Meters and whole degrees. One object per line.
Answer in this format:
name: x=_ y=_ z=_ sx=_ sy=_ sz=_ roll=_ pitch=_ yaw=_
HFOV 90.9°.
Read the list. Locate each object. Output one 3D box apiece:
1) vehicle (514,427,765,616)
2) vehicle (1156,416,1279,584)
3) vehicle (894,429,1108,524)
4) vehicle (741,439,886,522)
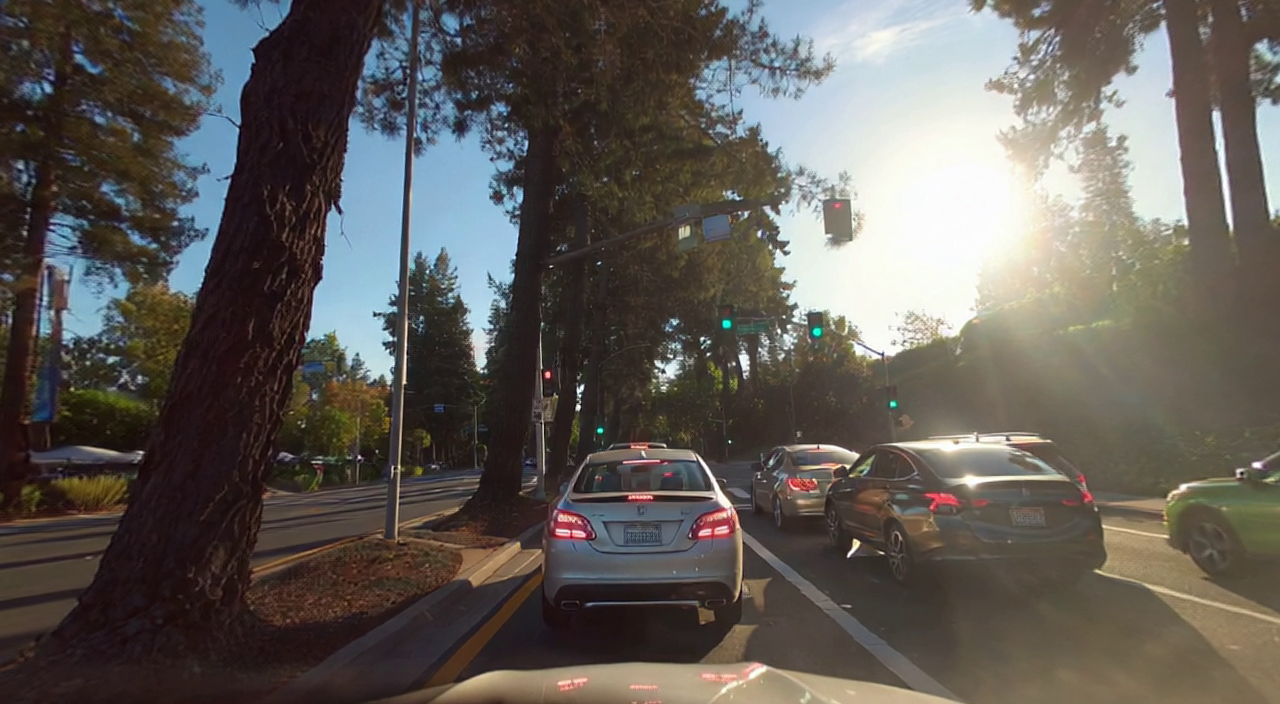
vehicle: x=0.014 y=1.682 z=7.099 sx=2.015 sy=1.502 sz=3.898 roll=0 pitch=-9 yaw=1
vehicle: x=6.940 y=1.336 z=5.579 sx=1.783 sy=1.572 sz=3.421 roll=0 pitch=-9 yaw=1
vehicle: x=7.027 y=2.459 z=12.903 sx=1.923 sy=1.611 sz=4.094 roll=0 pitch=-9 yaw=0
vehicle: x=3.541 y=2.714 z=13.816 sx=1.934 sy=1.494 sz=4.446 roll=0 pitch=-9 yaw=0
